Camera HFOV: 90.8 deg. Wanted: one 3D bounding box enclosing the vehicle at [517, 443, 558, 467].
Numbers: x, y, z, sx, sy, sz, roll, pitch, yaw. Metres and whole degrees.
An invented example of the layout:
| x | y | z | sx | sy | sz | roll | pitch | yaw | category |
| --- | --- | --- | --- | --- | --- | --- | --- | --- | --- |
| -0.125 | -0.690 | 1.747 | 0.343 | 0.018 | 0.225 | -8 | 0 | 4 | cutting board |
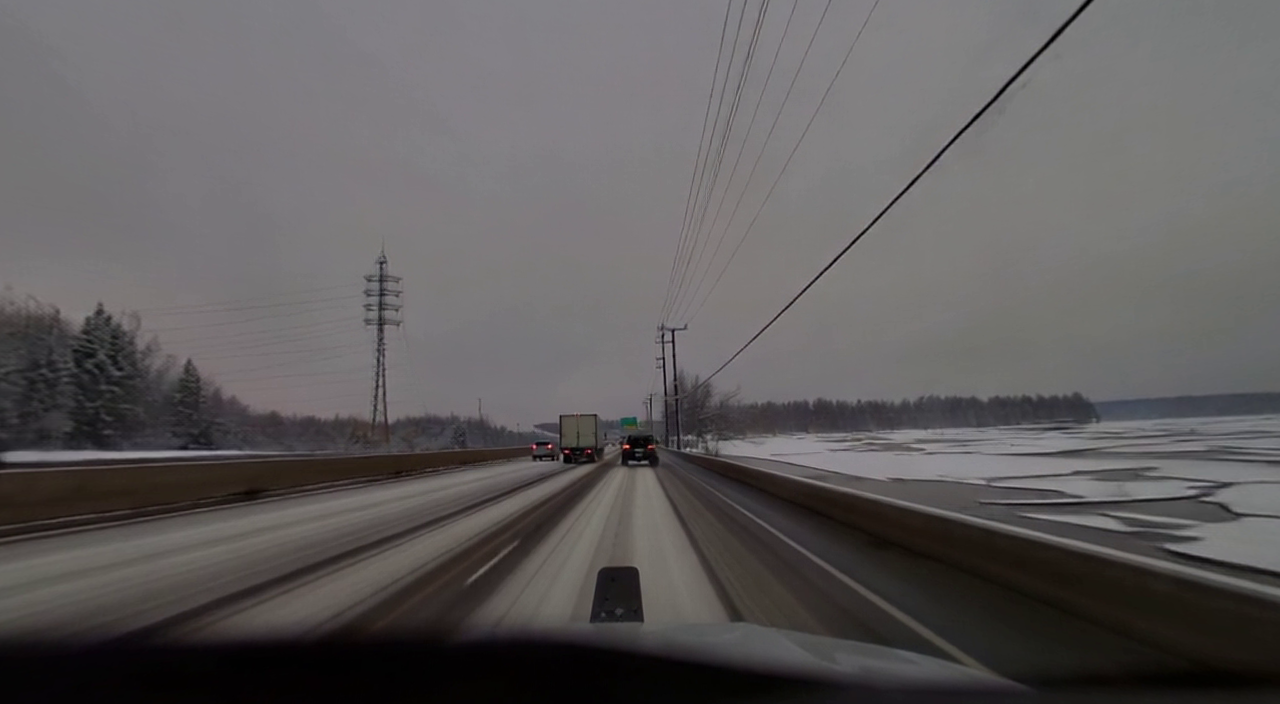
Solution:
| x | y | z | sx | sy | sz | roll | pitch | yaw | category |
| --- | --- | --- | --- | --- | --- | --- | --- | --- | --- |
| -7.061 | 7.116 | 43.939 | 2.004 | 1.545 | 4.513 | 0 | -8 | 1 | vehicle |

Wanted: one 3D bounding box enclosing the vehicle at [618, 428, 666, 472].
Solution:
| x | y | z | sx | sy | sz | roll | pitch | yaw | category |
| --- | --- | --- | --- | --- | --- | --- | --- | --- | --- |
| 0.124 | 5.185 | 33.533 | 2.358 | 2.144 | 4.713 | 0 | -8 | 1 | vehicle |

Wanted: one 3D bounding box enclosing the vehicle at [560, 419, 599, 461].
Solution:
| x | y | z | sx | sy | sz | roll | pitch | yaw | category |
| --- | --- | --- | --- | --- | --- | --- | --- | --- | --- |
| -3.756 | 5.526 | 39.512 | 2.178 | 2.522 | 2.054 | 0 | -8 | 1 | vehicle |
